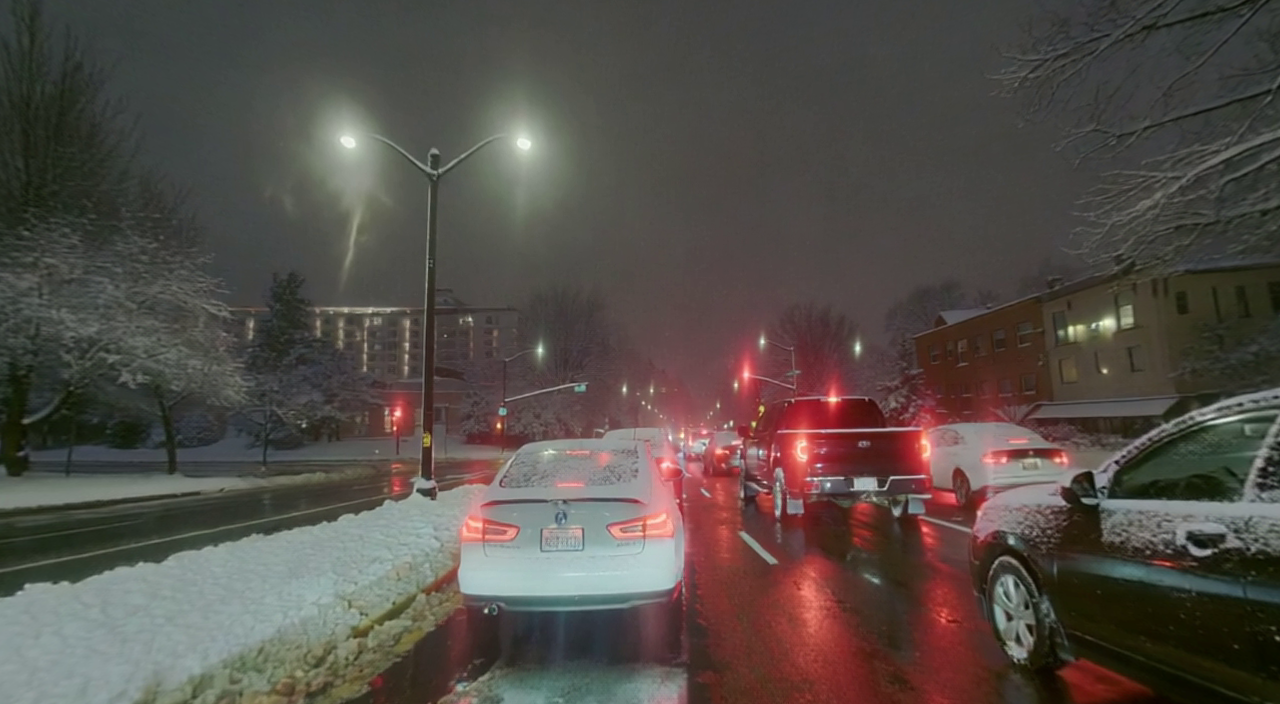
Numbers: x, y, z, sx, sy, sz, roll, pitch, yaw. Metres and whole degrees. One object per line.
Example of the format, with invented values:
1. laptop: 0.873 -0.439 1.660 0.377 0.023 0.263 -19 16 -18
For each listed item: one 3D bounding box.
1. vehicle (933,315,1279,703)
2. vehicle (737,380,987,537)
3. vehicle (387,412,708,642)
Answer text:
1. vehicle: 3.161 0.763 2.204 2.024 1.723 4.714 0 -9 1
2. vehicle: 3.542 1.919 11.753 2.497 2.186 5.890 0 -9 0
3. vehicle: -0.571 1.501 6.440 2.172 1.536 4.250 0 -9 2
